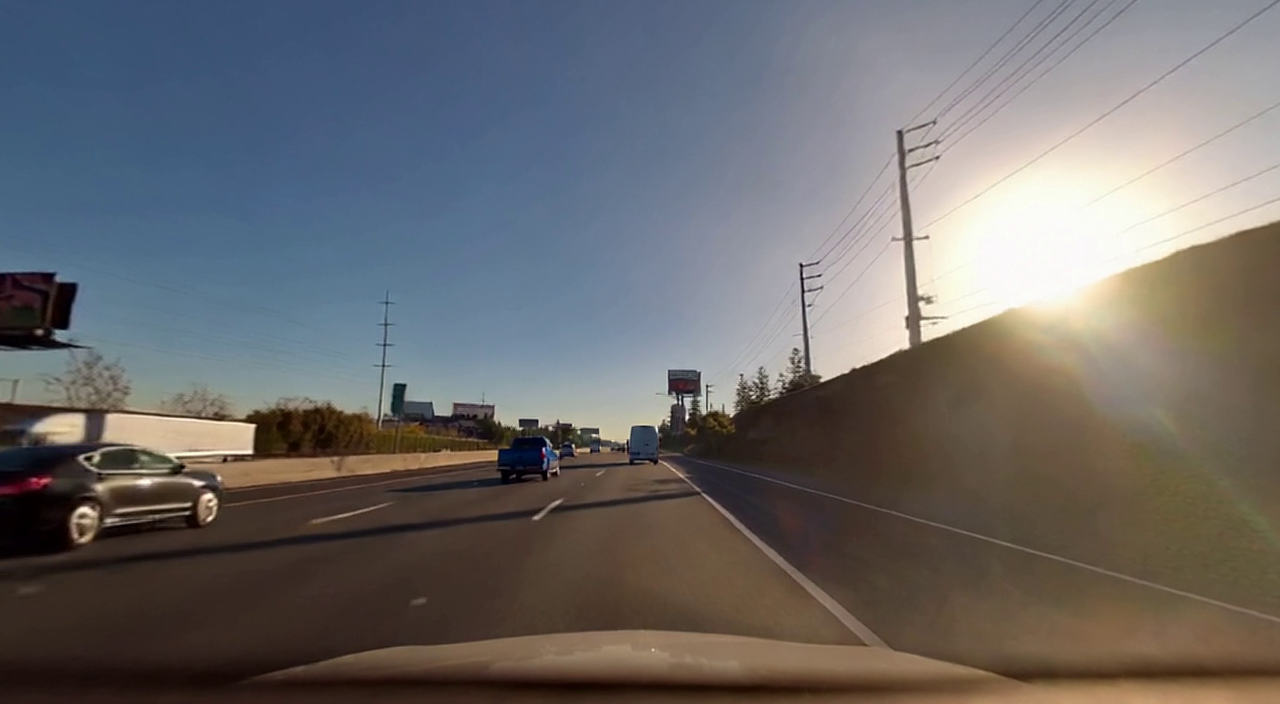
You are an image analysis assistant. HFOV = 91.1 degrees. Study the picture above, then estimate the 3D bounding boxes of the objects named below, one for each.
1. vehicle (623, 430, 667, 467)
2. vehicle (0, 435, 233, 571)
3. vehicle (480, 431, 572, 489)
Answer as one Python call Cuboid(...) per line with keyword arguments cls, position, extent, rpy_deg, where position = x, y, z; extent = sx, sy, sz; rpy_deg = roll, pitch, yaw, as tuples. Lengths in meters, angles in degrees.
Cuboid(cls="vehicle", position=(0.282, 6.327, 41.301), extent=(2.692, 2.279, 5.695), rpy_deg=(0, -8, 0))
Cuboid(cls="vehicle", position=(-7.963, 1.863, 8.367), extent=(1.941, 1.475, 4.597), rpy_deg=(0, -8, 1))
Cuboid(cls="vehicle", position=(-3.718, 3.634, 21.485), extent=(2.145, 1.730, 4.729), rpy_deg=(0, -8, 1))
